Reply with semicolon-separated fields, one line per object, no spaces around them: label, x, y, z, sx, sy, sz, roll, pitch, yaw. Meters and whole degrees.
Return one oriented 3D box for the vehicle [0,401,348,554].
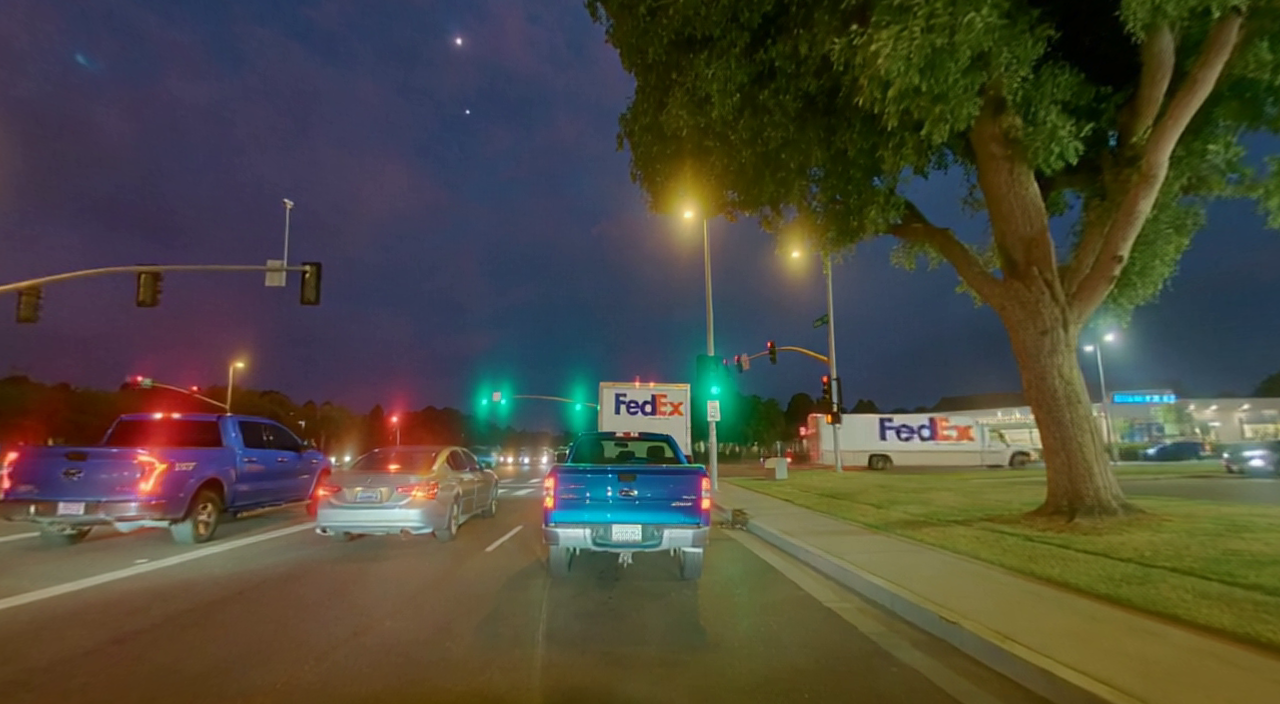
vehicle;-7.285;1.979;10.650;2.125;1.893;5.498;0;-9;-2

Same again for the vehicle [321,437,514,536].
vehicle;-3.866;2.401;11.877;1.949;1.487;4.390;0;-9;1

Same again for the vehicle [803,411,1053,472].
vehicle;16.458;5.244;36.764;12.889;3.380;3.345;0;-9;0

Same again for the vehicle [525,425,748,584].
vehicle;-0.030;1.797;8.259;2.145;1.513;4.269;0;-9;0
